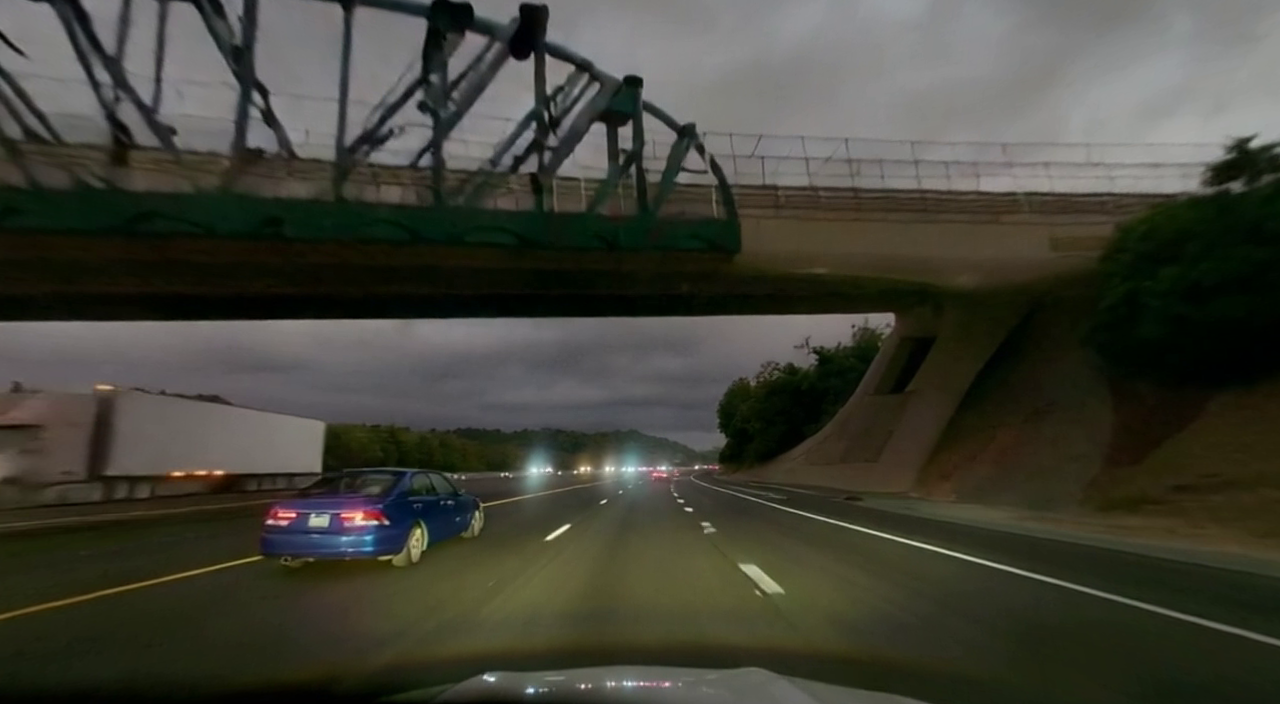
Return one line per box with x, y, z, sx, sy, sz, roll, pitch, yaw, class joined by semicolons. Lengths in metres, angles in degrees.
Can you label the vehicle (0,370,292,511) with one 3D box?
-19.404;3.801;25.124;2.892;4.079;13.485;0;-11;1;vehicle
